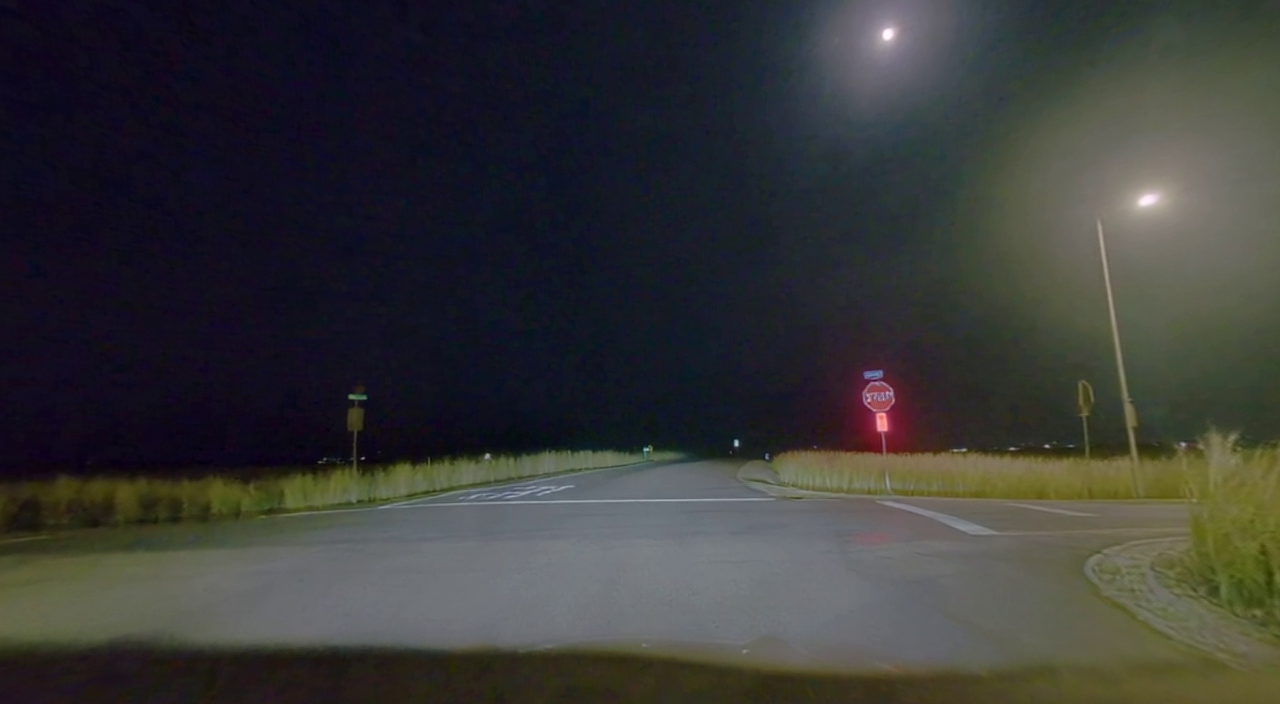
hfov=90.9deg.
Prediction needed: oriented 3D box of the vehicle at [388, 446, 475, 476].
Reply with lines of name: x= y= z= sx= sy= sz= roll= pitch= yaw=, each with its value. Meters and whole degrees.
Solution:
vehicle: x=-12.709 y=6.624 z=38.537 sx=4.590 sy=1.735 sz=1.973 roll=-1 pitch=-9 yaw=3
